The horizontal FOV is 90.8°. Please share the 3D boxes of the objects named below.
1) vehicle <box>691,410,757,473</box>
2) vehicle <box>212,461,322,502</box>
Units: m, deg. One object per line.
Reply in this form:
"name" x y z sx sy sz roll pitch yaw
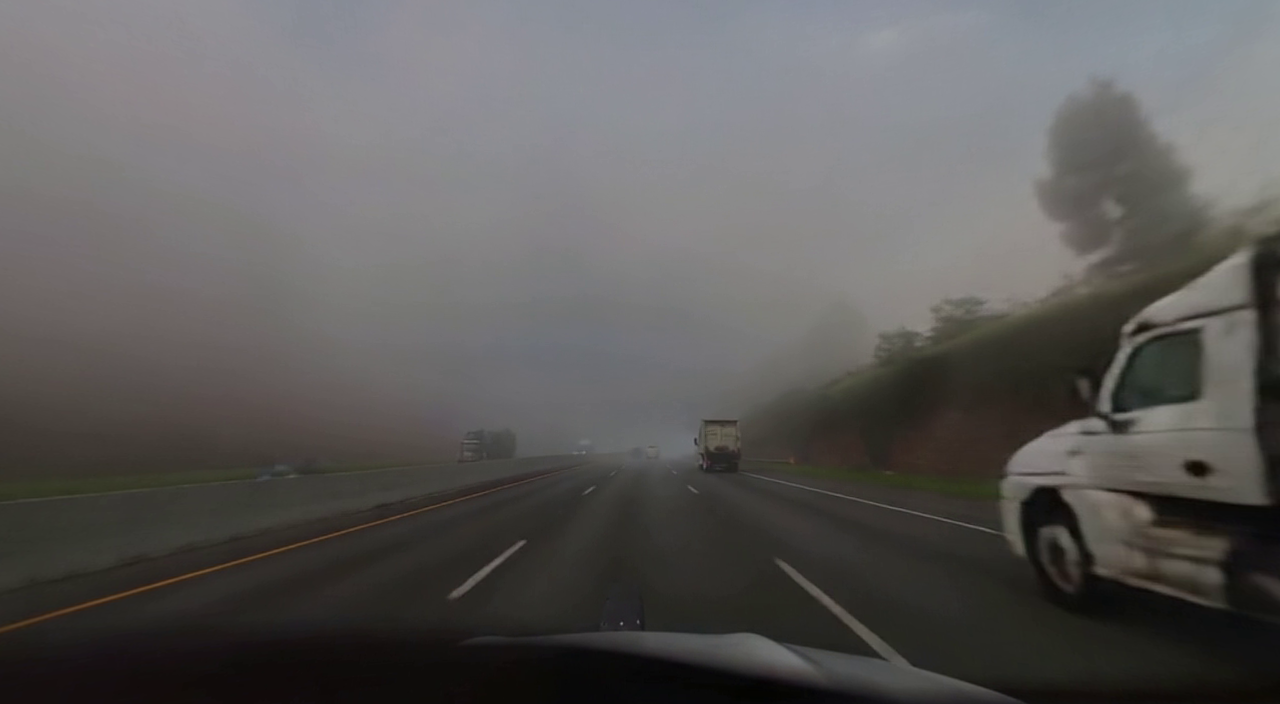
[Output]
"vehicle" 4.786 5.368 37.431 2.771 3.313 8.121 0 -9 0
"vehicle" -15.119 5.248 25.895 1.792 1.467 4.397 0 -9 0
